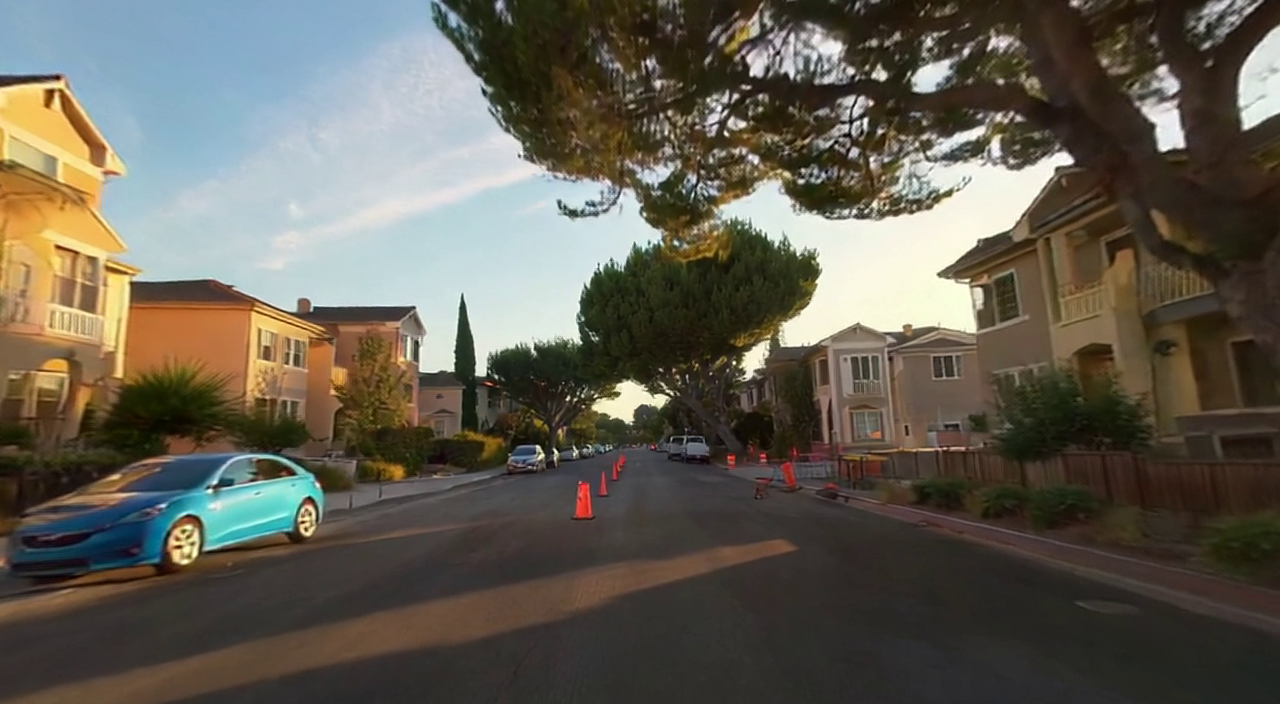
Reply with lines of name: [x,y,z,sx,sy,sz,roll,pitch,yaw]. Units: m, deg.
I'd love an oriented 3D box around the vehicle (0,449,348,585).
vehicle: [-6.515,2.194,9.327,2.137,1.481,4.503,-1,-9,2]

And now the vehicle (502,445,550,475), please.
vehicle: [-6.542,6.231,36.594,1.957,1.608,4.476,0,-9,-1]

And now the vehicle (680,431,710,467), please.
vehicle: [4.121,7.277,47.437,2.082,2.534,3.248,-1,-8,3]
